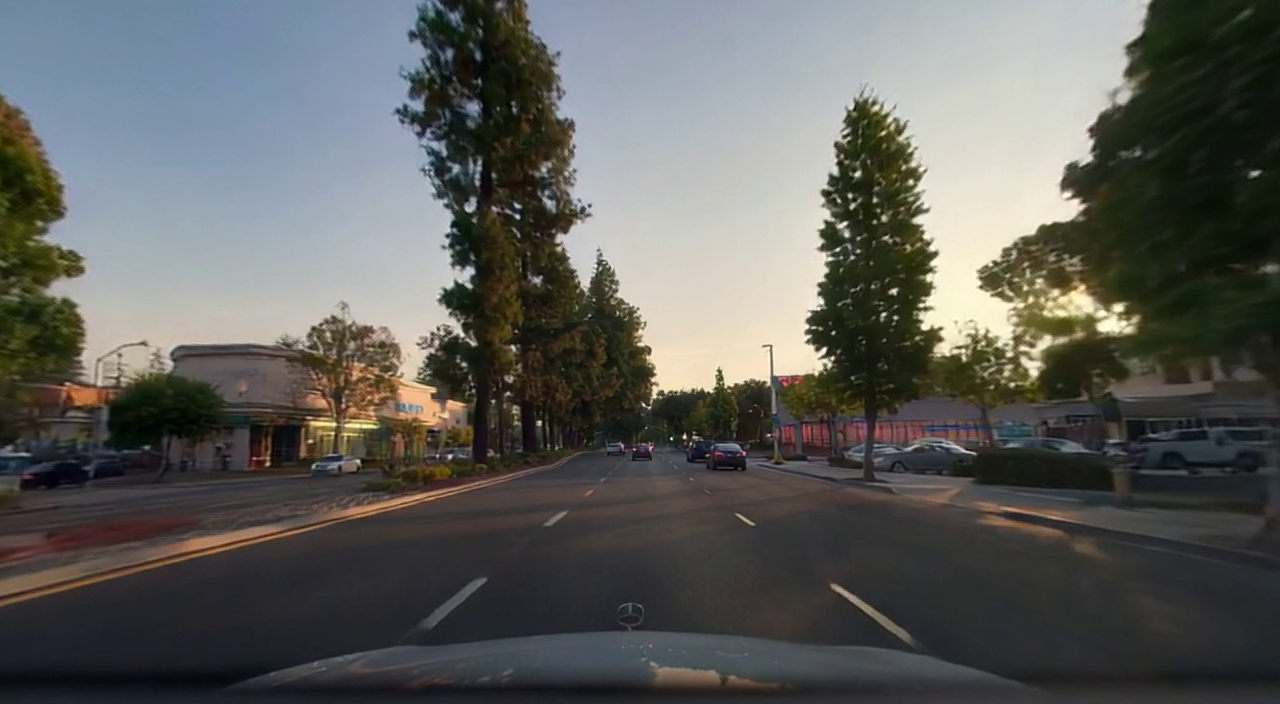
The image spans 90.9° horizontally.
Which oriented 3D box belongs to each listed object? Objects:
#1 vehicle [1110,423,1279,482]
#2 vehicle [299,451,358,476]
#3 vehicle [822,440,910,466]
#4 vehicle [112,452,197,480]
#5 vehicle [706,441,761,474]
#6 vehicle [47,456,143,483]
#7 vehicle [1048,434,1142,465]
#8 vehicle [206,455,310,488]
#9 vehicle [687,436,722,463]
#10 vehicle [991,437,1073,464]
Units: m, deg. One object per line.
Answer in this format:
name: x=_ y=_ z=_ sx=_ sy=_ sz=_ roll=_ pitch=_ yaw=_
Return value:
vehicle: x=21.175 y=3.807 z=24.033 sx=2.124 sy=1.920 sz=5.946 roll=0 pitch=-9 yaw=3
vehicle: x=-22.016 y=7.869 z=44.733 sx=1.997 sy=1.637 sz=4.386 roll=-1 pitch=-9 yaw=-1
vehicle: x=14.657 y=6.563 z=41.088 sx=4.909 sy=1.463 sz=1.924 roll=-2 pitch=-9 yaw=1
vehicle: x=-31.082 y=7.283 z=40.555 sx=1.904 sy=1.639 sz=4.317 roll=0 pitch=-9 yaw=2
vehicle: x=4.427 y=5.082 z=30.545 sx=1.916 sy=1.459 sz=4.335 roll=0 pitch=-9 yaw=-1
vehicle: x=-34.173 y=7.339 z=39.742 sx=1.941 sy=1.492 sz=4.706 roll=-2 pitch=-9 yaw=-1
vehicle: x=27.371 y=5.890 z=37.997 sx=4.107 sy=1.633 sz=1.974 roll=-2 pitch=-8 yaw=-5
vehicle: x=-19.742 y=6.180 z=32.847 sx=1.822 sy=1.479 sz=4.692 roll=-2 pitch=-9 yaw=12
vehicle: x=4.907 y=7.529 z=48.737 sx=2.140 sy=1.921 sz=4.431 roll=0 pitch=-9 yaw=-1
vehicle: x=26.809 y=6.755 z=43.215 sx=4.147 sy=1.545 sz=2.108 roll=-3 pitch=-9 yaw=-4
